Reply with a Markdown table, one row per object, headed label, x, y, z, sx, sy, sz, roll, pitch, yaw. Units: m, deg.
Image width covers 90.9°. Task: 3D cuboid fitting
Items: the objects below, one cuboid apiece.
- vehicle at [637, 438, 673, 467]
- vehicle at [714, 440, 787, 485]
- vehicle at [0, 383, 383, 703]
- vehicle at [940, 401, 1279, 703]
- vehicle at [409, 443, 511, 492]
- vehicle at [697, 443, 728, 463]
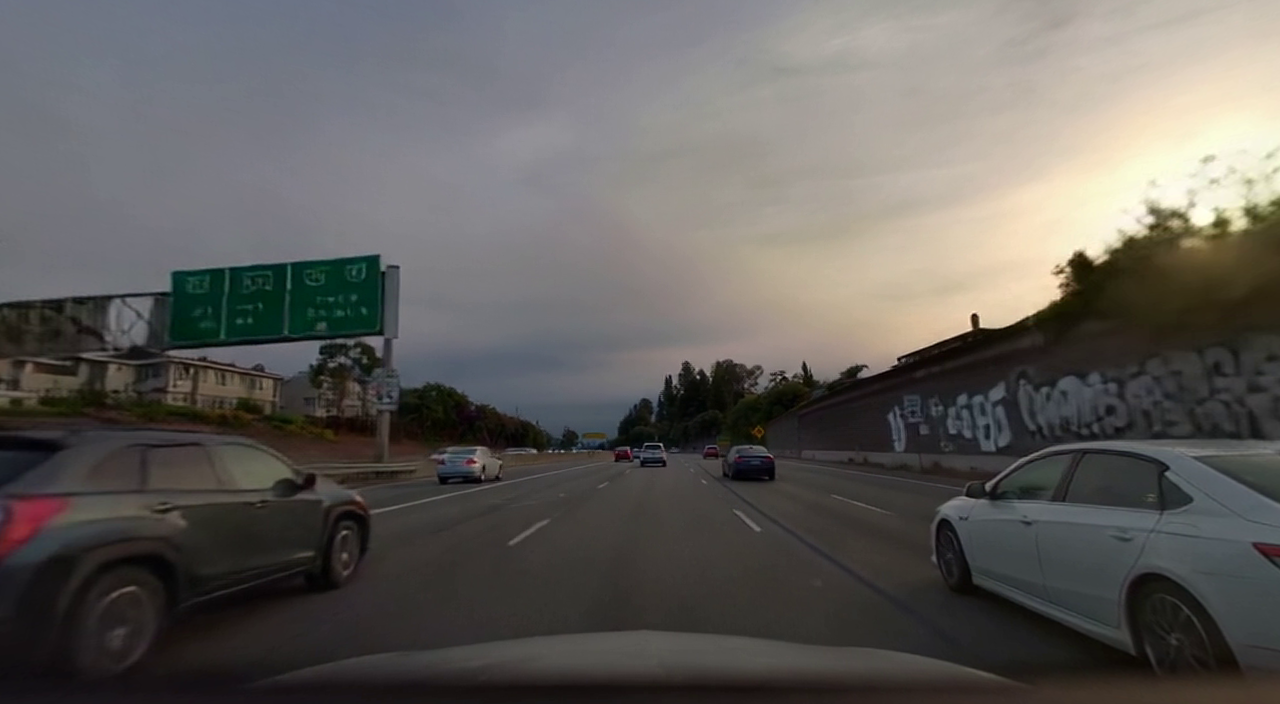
| label | x | y | z | sx | sy | sz | roll | pitch | yaw |
| --- | --- | --- | --- | --- | --- | --- | --- | --- | --- |
| vehicle | 0.931 | 6.405 | 40.297 | 2.183 | 1.764 | 4.134 | 0 | -8 | 1 |
| vehicle | 3.830 | 3.888 | 22.484 | 1.854 | 1.438 | 3.954 | 0 | -8 | 0 |
| vehicle | -3.681 | 1.155 | 4.154 | 2.136 | 1.571 | 4.285 | 0 | -8 | 0 |
| vehicle | 3.700 | 1.101 | 3.595 | 1.912 | 1.509 | 4.291 | 0 | -8 | 1 |
| vehicle | -6.098 | 3.958 | 22.016 | 2.050 | 1.507 | 4.375 | -1 | -8 | 3 |
| vehicle | 5.685 | 7.923 | 49.670 | 2.078 | 1.456 | 3.926 | 0 | -8 | 2 |
